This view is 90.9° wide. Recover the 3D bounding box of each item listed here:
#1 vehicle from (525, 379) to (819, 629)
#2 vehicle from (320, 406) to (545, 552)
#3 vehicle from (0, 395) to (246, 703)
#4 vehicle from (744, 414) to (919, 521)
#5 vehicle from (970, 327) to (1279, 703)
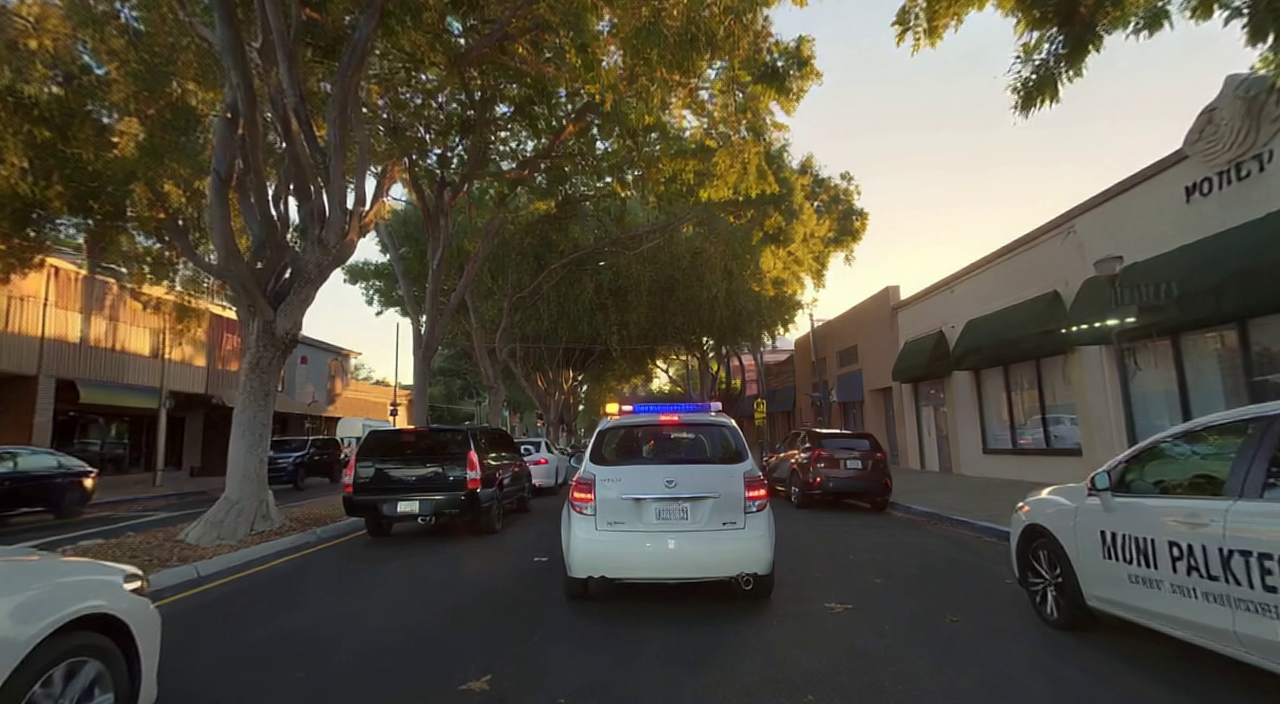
[{"bbox_3d":[0.214,1.377,6.567,2.075,1.770,4.018,0,-8,0],"label":"vehicle"},{"bbox_3d":[-2.937,1.923,10.205,2.135,1.806,4.514,0,-8,-1],"label":"vehicle"},{"bbox_3d":[-2.891,0.726,0.920,1.908,1.474,4.257,0,-8,-1],"label":"vehicle"},{"bbox_3d":[4.030,2.560,14.530,2.038,1.865,5.786,3,-9,-2],"label":"vehicle"},{"bbox_3d":[4.038,0.922,3.258,1.987,1.877,5.330,4,-8,2],"label":"vehicle"}]
